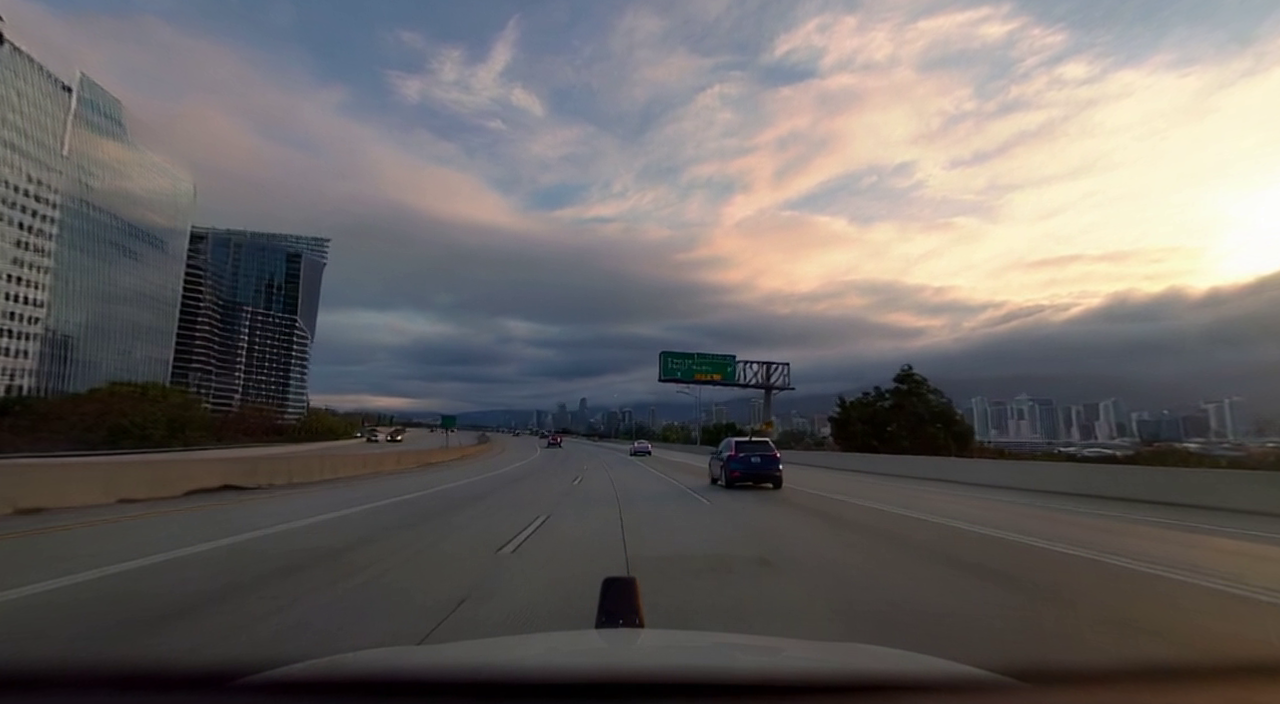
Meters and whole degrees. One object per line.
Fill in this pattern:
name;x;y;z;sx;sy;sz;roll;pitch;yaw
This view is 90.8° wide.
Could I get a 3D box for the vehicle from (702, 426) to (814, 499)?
vehicle;3.180;3.120;18.200;2.110;1.780;4.682;0;-9;-3
